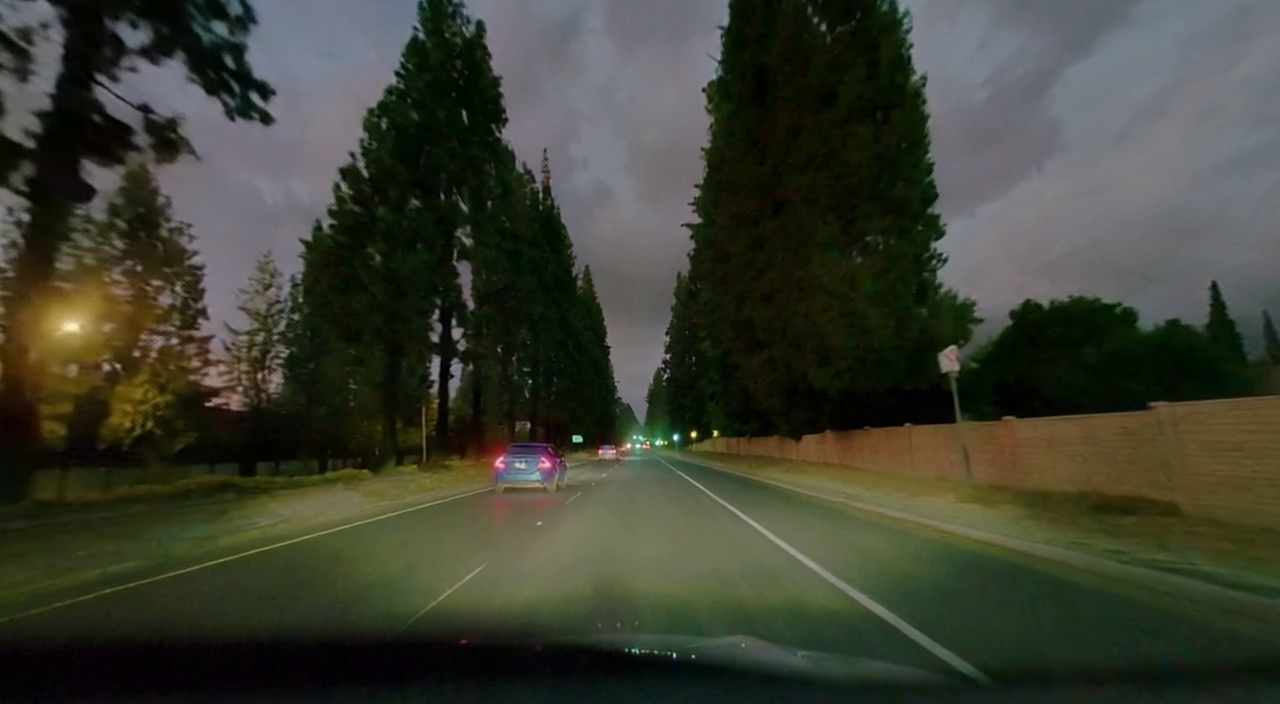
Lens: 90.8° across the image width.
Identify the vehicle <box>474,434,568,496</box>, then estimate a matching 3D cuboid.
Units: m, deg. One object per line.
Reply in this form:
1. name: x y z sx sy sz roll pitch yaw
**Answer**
1. vehicle: -3.437 3.360 19.177 1.919 1.650 4.546 0 -8 1
